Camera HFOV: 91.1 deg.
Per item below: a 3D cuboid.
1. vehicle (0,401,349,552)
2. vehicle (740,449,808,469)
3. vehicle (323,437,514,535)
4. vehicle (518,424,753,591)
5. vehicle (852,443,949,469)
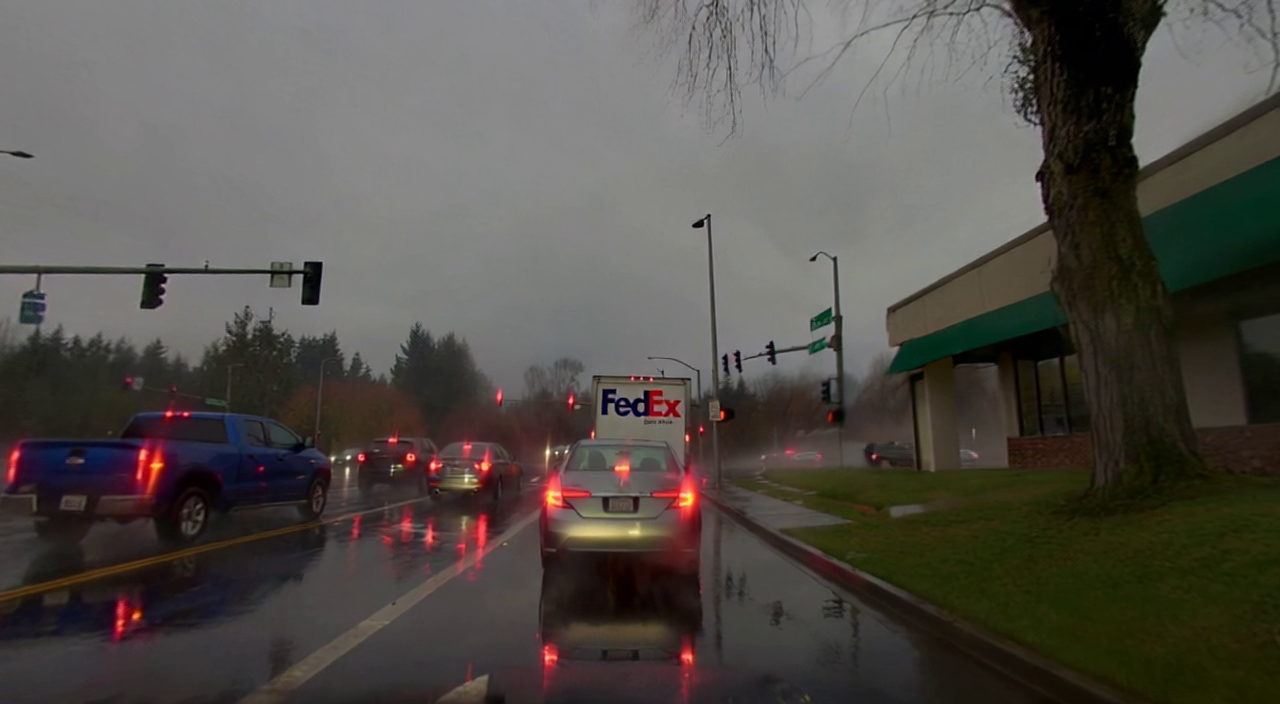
[{"bbox_3d":[-7.285,1.983,10.727,2.125,1.893,5.498,0,-9,-2],"label":"vehicle"},{"bbox_3d":[10.367,8.288,48.678,4.841,1.494,1.829,1,-9,-5],"label":"vehicle"},{"bbox_3d":[-3.871,2.398,11.932,1.949,1.487,4.390,0,-9,1],"label":"vehicle"},{"bbox_3d":[-0.050,1.748,7.943,2.145,1.513,4.269,0,-9,0],"label":"vehicle"},{"bbox_3d":[15.224,6.104,36.922,4.794,1.481,1.968,0,-8,2],"label":"vehicle"}]
